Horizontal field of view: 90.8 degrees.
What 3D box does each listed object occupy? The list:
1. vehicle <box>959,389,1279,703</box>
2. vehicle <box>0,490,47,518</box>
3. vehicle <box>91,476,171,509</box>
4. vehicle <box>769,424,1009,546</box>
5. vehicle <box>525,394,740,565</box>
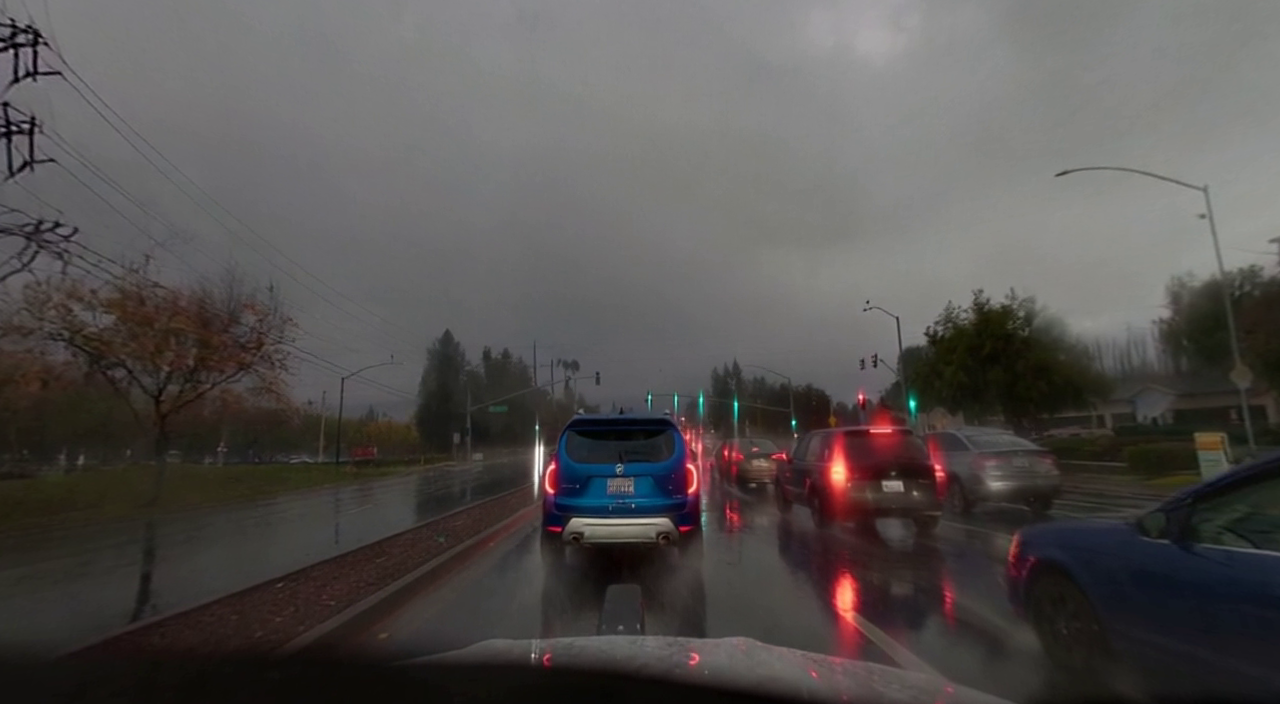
[{"bbox_3d":[3.287,0.857,2.186,1.984,1.462,4.513,0,-9,0],"label":"vehicle"},{"bbox_3d":[-37.410,8.960,37.010,1.774,1.428,3.668,-9,-12,43],"label":"vehicle"},{"bbox_3d":[-26.367,7.267,32.712,3.826,1.522,1.741,-7,-10,28],"label":"vehicle"},{"bbox_3d":[3.509,1.963,10.000,1.952,1.477,4.417,0,-9,-1],"label":"vehicle"},{"bbox_3d":[-0.132,1.680,8.991,2.300,1.821,4.254,0,-9,-1],"label":"vehicle"}]
